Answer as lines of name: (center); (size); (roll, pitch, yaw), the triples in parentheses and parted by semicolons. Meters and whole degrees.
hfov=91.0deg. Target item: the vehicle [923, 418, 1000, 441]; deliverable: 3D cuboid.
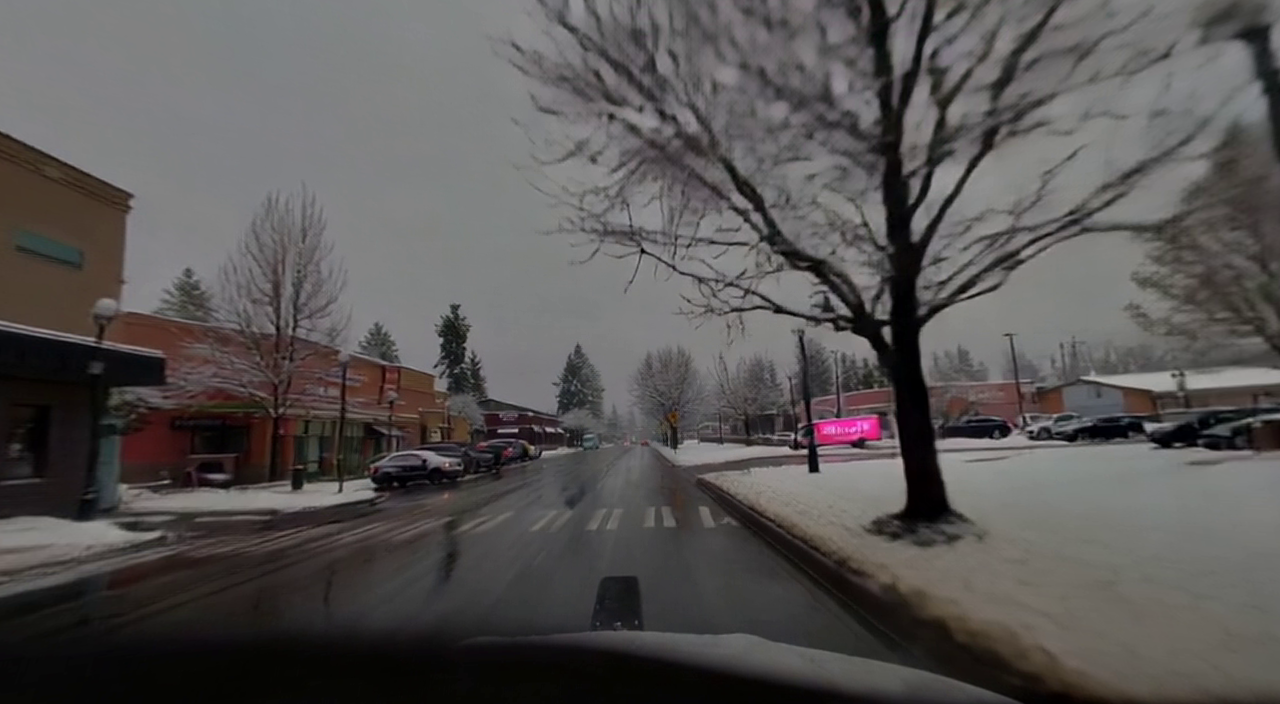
vehicle: (23.615, 5.726, 46.286); (4.521, 1.634, 1.996); (0, -8, -1)

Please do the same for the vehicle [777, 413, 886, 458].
vehicle: (10.938, 4.781, 36.188); (5.453, 1.794, 2.011); (-8, -6, -1)

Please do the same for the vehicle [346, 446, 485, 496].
vehicle: (-8.680, 4.603, 24.640); (1.879, 1.543, 4.778); (-13, -13, 43)

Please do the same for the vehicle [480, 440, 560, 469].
vehicle: (-7.561, 6.480, 40.001); (4.585, 1.758, 2.050); (8, -12, -43)

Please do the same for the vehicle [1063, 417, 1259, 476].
vehicle: (14.772, 2.731, 18.257); (1.934, 1.477, 4.373); (0, -8, 0)

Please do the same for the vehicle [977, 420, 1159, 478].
vehicle: (11.777, 2.727, 17.801); (1.950, 1.429, 4.589); (0, -8, 1)
